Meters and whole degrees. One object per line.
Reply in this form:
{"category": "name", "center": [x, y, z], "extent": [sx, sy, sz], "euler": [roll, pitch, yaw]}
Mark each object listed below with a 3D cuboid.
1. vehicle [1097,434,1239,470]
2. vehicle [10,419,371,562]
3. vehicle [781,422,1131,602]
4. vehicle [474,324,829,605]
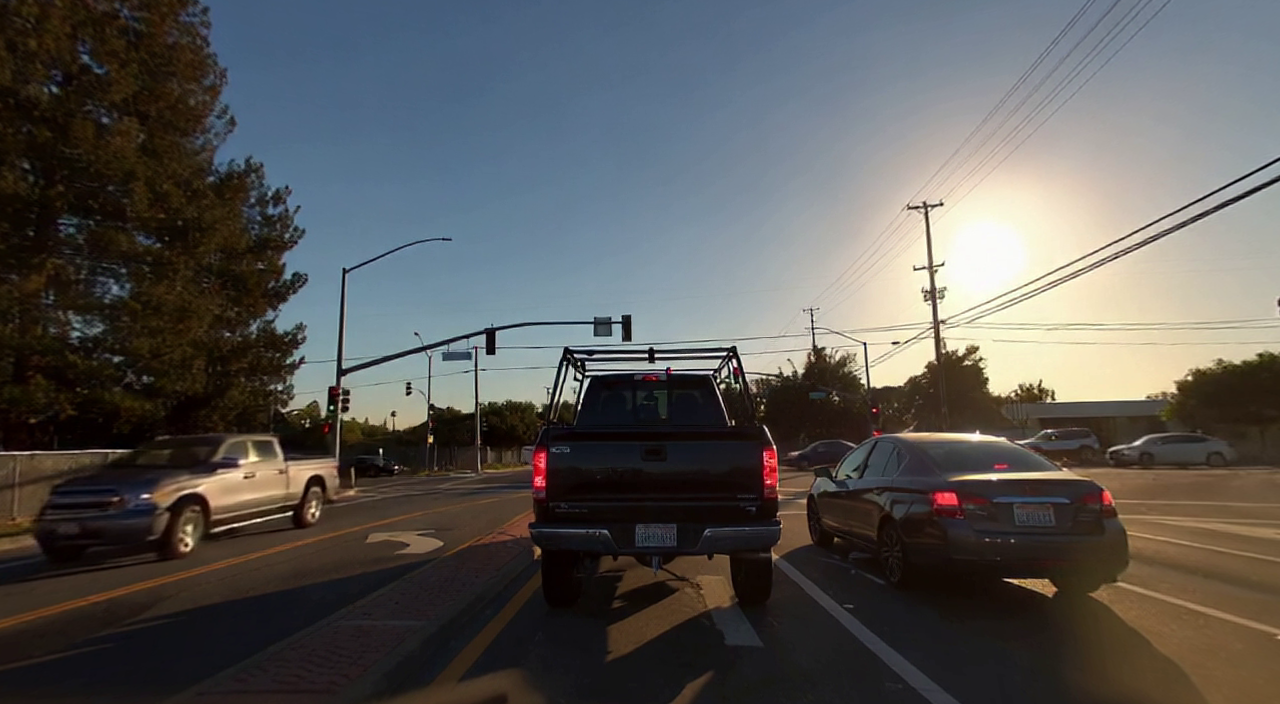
{"category": "vehicle", "center": [26.279, 4.992, 31.612], "extent": [4.871, 1.673, 2.153], "euler": [-2, -9, 14]}
{"category": "vehicle", "center": [-7.458, 2.330, 11.539], "extent": [2.455, 1.971, 5.329], "euler": [-1, -8, 3]}
{"category": "vehicle", "center": [3.114, 1.645, 7.380], "extent": [1.993, 1.495, 4.060], "euler": [0, -8, 0]}
{"category": "vehicle", "center": [0.099, 1.343, 8.236], "extent": [2.831, 2.284, 6.149], "euler": [0, -8, 0]}
